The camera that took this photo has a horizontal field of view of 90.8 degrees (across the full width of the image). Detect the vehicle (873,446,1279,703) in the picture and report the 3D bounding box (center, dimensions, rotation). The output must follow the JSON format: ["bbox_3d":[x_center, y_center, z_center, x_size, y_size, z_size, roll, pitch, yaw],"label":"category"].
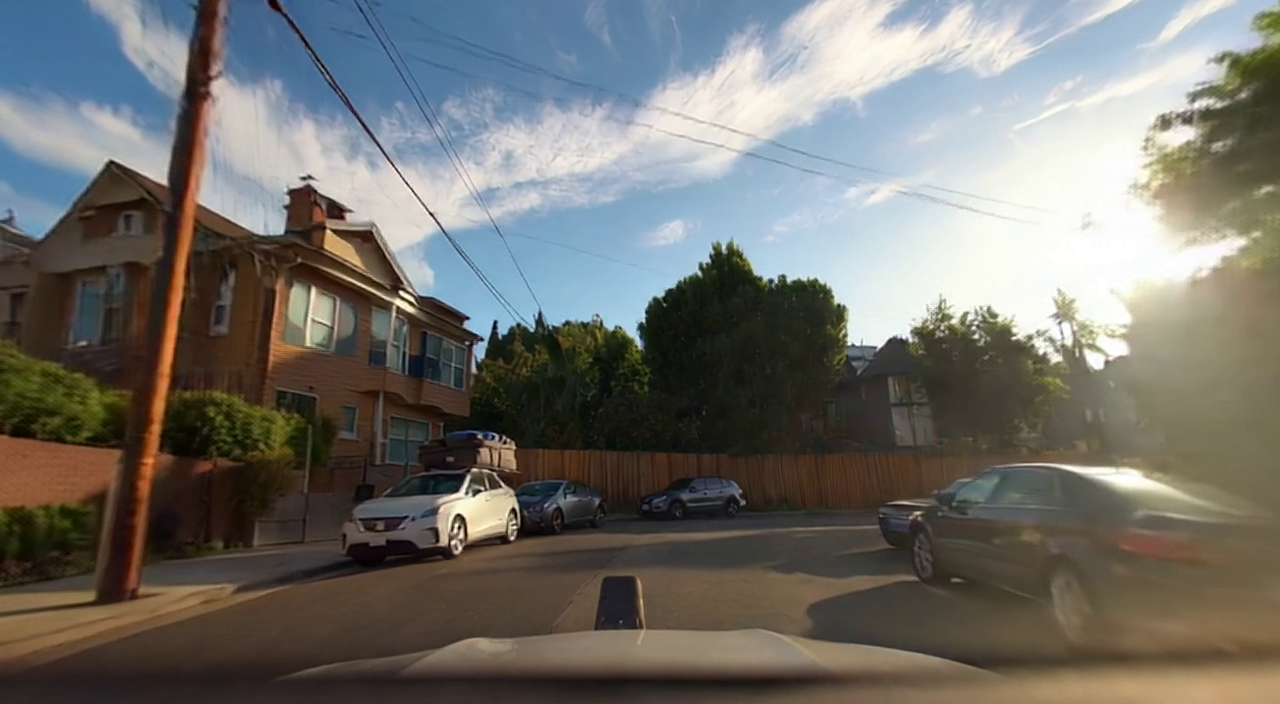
[{"bbox_3d":[3.893,1.576,5.568,1.910,1.477,4.569,0,-8,0],"label":"vehicle"}]

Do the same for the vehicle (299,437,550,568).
[{"bbox_3d":[-3.416,2.649,11.419,2.247,1.702,5.043,-4,-12,7],"label":"vehicle"}]

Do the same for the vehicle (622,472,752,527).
[{"bbox_3d":[1.694,5.087,22.218,4.217,1.547,2.082,6,-10,-36],"label":"vehicle"}]
